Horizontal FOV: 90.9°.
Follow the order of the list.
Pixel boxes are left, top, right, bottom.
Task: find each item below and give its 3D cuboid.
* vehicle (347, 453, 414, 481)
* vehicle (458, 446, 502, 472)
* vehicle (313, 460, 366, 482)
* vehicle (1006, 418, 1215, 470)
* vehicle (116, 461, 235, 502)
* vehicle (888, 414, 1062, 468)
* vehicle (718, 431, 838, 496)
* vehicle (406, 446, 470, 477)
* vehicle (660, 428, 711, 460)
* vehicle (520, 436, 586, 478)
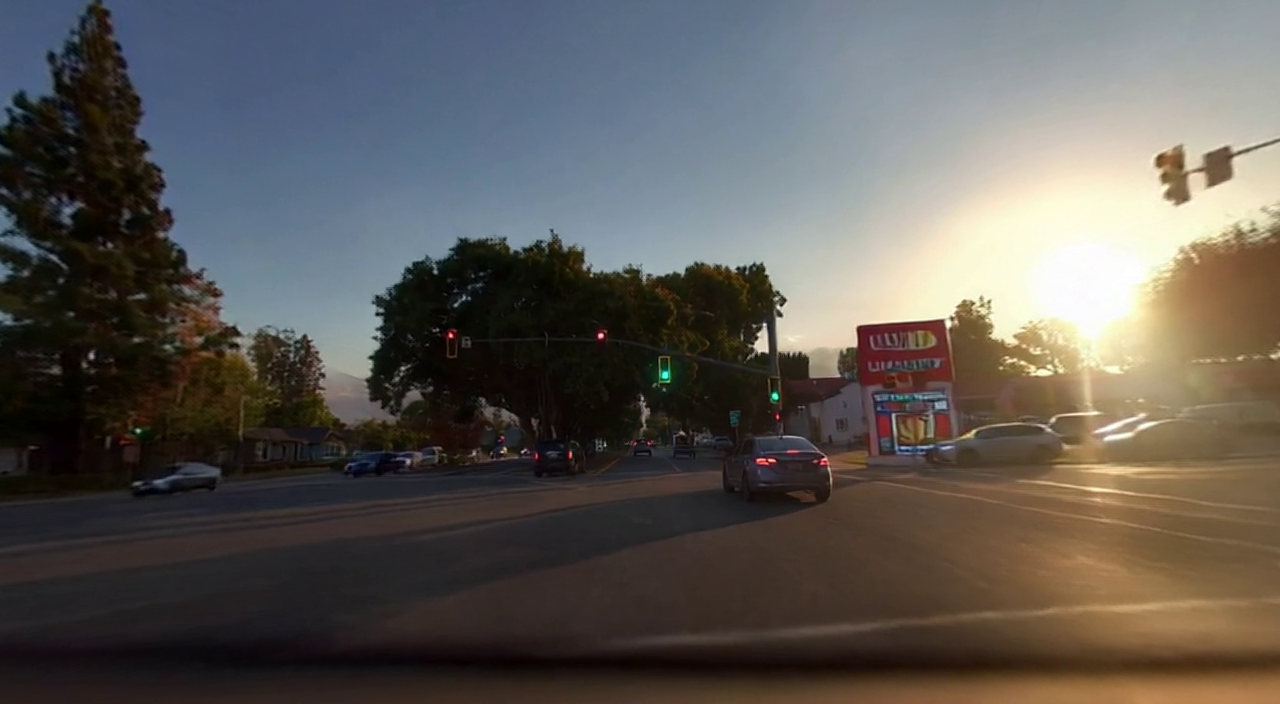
[{"bbox_3d":[-15.212,6.730,37.209,1.933,1.472,4.500,0,-9,2],"label":"vehicle"},{"bbox_3d":[-11.172,7.491,44.287,1.909,1.467,4.522,-2,-6,0],"label":"vehicle"},{"bbox_3d":[-21.990,8.674,46.222,1.745,1.405,4.229,0,-9,1],"label":"vehicle"},{"bbox_3d":[14.245,2.806,19.296,4.776,1.486,2.138,1,-9,-4],"label":"vehicle"},{"bbox_3d":[-22.146,6.158,30.332,2.061,1.643,4.614,0,-9,2],"label":"vehicle"},{"bbox_3d":[12.397,3.359,23.659,5.156,1.917,2.308,0,-9,2],"label":"vehicle"},{"bbox_3d":[3.485,2.924,16.909,2.095,1.475,4.686,0,-9,-1],"label":"vehicle"},{"bbox_3d":[-11.504,6.220,36.231,2.091,1.644,4.645,0,-9,1],"label":"vehicle"},{"bbox_3d":[3.341,6.996,47.784,3.245,2.199,6.295,0,-9,-1],"label":"vehicle"},{"bbox_3d":[-3.810,4.716,28.469,2.250,1.713,4.422,0,-9,1],"label":"vehicle"}]
